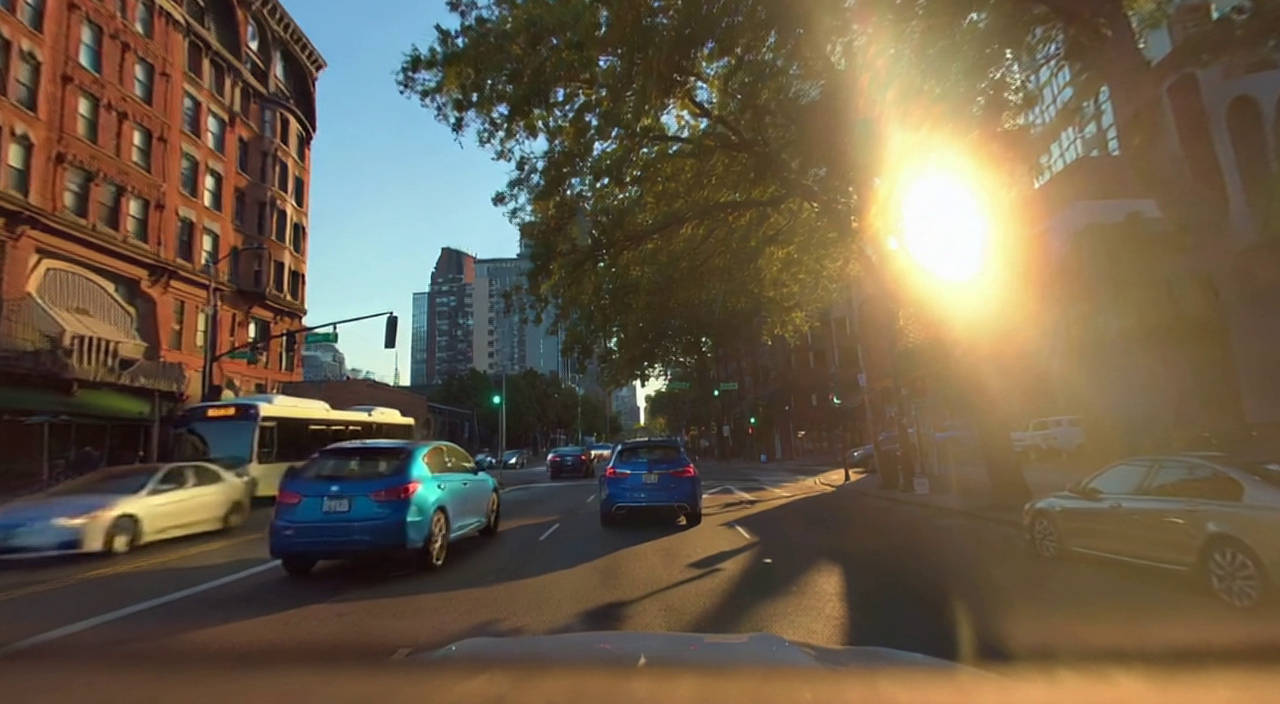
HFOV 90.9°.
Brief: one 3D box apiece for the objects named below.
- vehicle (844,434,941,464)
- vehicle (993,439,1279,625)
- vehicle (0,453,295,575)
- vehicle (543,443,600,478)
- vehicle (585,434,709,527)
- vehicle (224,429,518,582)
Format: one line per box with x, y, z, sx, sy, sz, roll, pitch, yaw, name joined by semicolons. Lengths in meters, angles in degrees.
16.433;6.346;41.261;5.345;1.811;2.175;0;-9;-1;vehicle
5.994;1.677;6.654;1.873;1.453;4.579;0;-9;0;vehicle
-7.321;2.200;9.362;1.964;1.341;4.149;-1;-9;2;vehicle
-3.037;4.923;28.835;2.131;1.486;4.089;0;-9;0;vehicle
0.083;2.368;12.108;2.022;1.481;3.564;0;-9;-1;vehicle
-3.115;1.869;8.581;1.970;1.492;4.534;0;-9;0;vehicle
